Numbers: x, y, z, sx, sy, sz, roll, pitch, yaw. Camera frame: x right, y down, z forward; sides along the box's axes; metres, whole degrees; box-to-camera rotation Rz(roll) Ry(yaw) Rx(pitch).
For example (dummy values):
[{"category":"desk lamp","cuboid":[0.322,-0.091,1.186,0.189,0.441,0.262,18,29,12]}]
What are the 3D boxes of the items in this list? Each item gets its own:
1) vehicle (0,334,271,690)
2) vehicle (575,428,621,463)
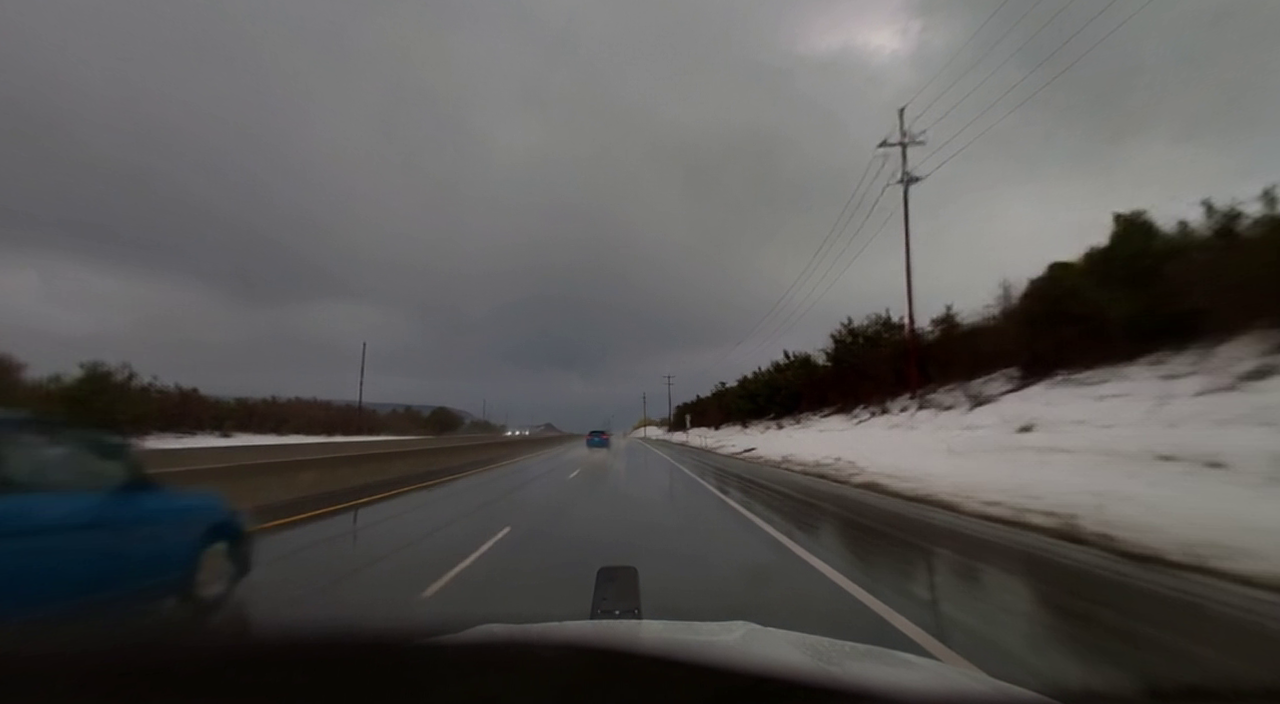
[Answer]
[{"category":"vehicle","cuboid":[-4.179,0.719,2.627,2.189,1.704,5.205,0,-8,-1]},{"category":"vehicle","cuboid":[-1.884,4.336,29.365,1.999,1.536,3.969,0,-8,-1]}]
